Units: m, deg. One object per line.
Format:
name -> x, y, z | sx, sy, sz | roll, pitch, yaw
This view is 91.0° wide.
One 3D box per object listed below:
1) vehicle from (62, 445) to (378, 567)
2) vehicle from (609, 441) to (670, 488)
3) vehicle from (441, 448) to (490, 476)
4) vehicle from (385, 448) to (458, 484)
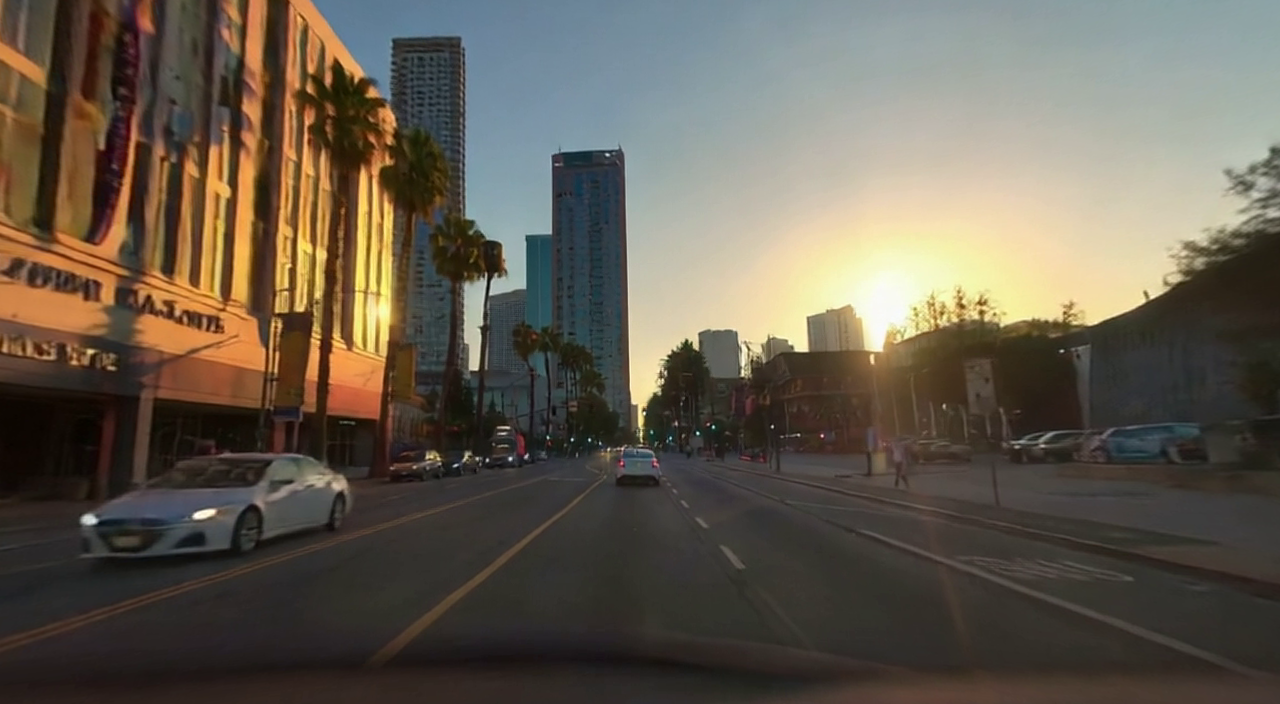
vehicle -> -6.197, 2.258, 10.139 | 1.951, 1.476, 4.452 | -1, -8, 1
vehicle -> -0.033, 4.278, 24.278 | 2.145, 1.632, 3.972 | 0, -8, 0
vehicle -> -12.089, 7.648, 43.990 | 1.981, 1.803, 4.835 | 0, -8, 1
vehicle -> -12.316, 6.454, 35.947 | 2.308, 1.839, 4.793 | -1, -8, 2
